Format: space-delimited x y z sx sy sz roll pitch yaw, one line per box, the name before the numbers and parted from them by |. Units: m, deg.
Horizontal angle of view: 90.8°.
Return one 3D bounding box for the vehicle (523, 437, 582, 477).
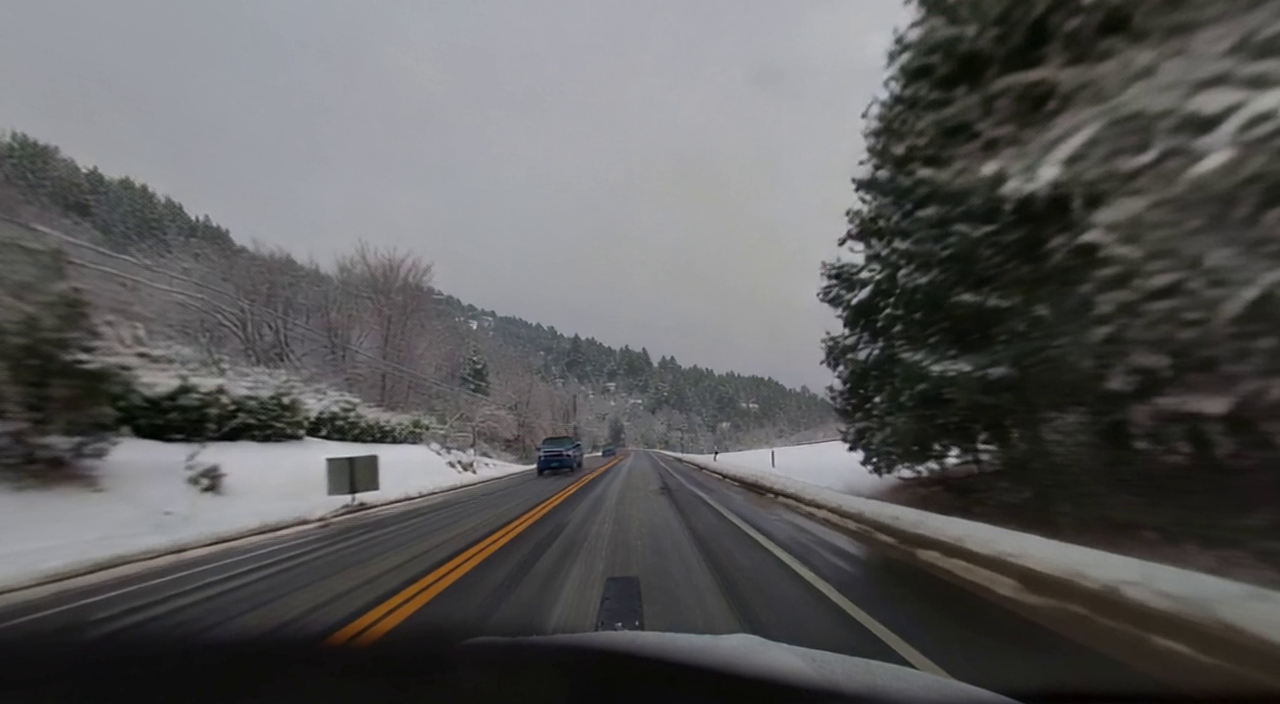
vehicle | -4.317 5.240 31.814 2.309 1.826 4.542 0 -8 0
